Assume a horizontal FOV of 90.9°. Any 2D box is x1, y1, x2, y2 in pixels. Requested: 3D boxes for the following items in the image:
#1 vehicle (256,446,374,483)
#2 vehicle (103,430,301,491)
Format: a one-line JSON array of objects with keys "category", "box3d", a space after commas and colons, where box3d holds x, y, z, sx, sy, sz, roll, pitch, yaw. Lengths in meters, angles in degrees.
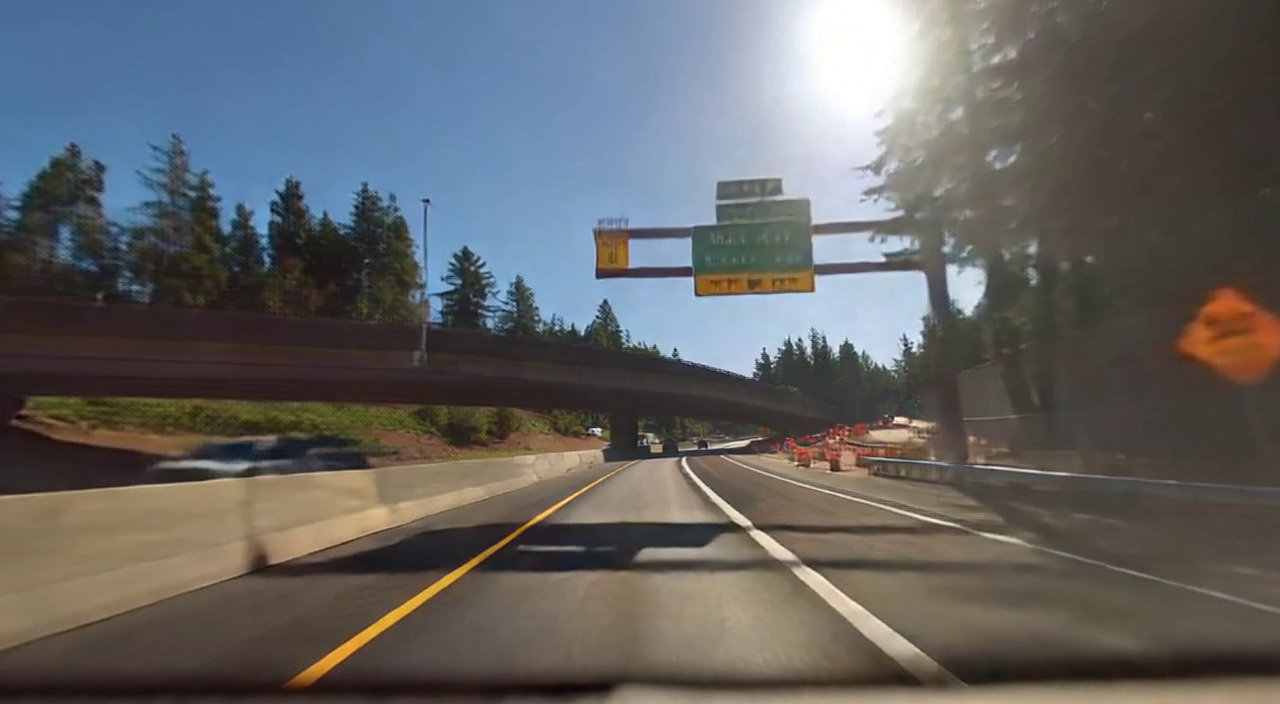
[{"category": "vehicle", "box3d": [-13.759, 4.788, 27.109, 2.335, 1.394, 4.706, -1, -8, 4]}, {"category": "vehicle", "box3d": [-13.963, 3.492, 20.732, 2.324, 1.720, 5.521, -1, -8, 3]}]
